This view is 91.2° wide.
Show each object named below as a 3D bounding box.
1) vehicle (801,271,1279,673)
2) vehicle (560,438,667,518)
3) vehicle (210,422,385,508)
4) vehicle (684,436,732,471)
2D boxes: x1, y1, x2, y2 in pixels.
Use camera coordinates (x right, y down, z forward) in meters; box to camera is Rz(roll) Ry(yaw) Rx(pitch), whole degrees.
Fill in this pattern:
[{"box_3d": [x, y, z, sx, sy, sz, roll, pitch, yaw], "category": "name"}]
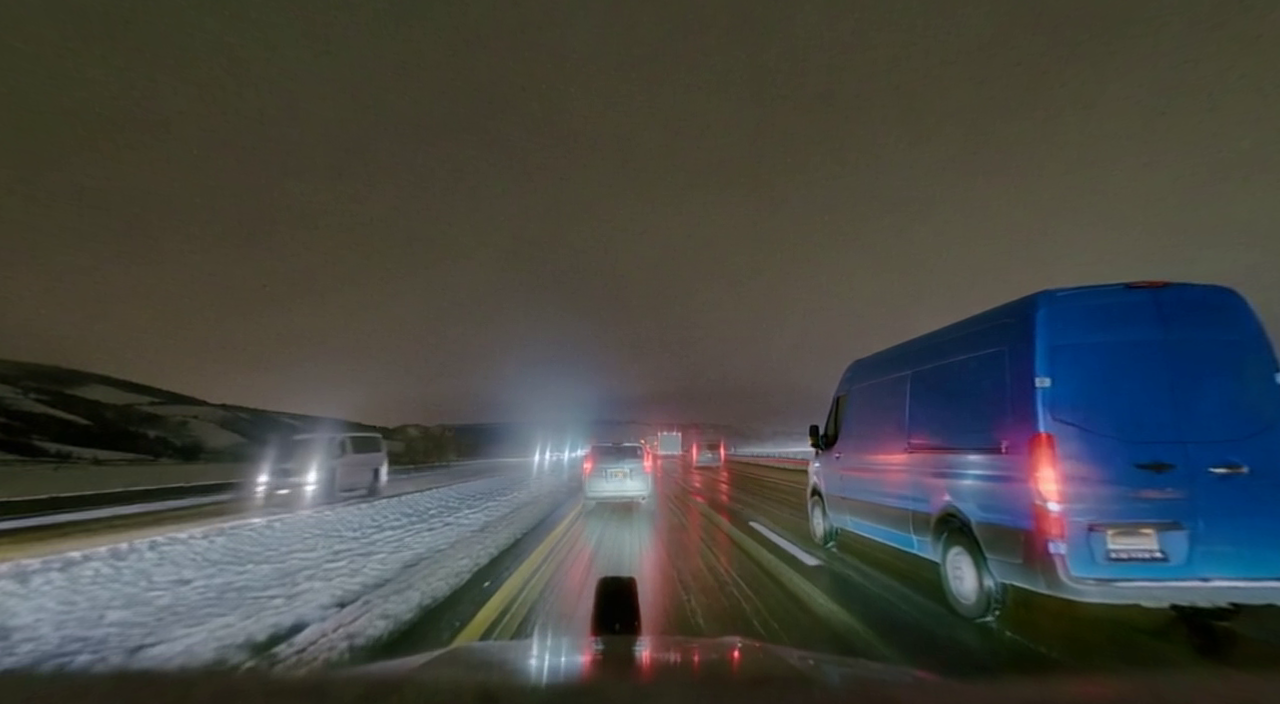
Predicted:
[{"box_3d": [3.774, 1.123, 6.744, 2.399, 2.421, 5.829, 0, -9, -1], "category": "vehicle"}, {"box_3d": [-0.518, 2.693, 13.871, 2.029, 1.483, 3.769, 0, -9, 0], "category": "vehicle"}, {"box_3d": [-8.890, 2.985, 16.919, 2.106, 1.959, 4.715, 0, -9, -1], "category": "vehicle"}, {"box_3d": [4.031, 6.107, 37.959, 2.261, 1.952, 4.784, 0, -9, -1], "category": "vehicle"}]
